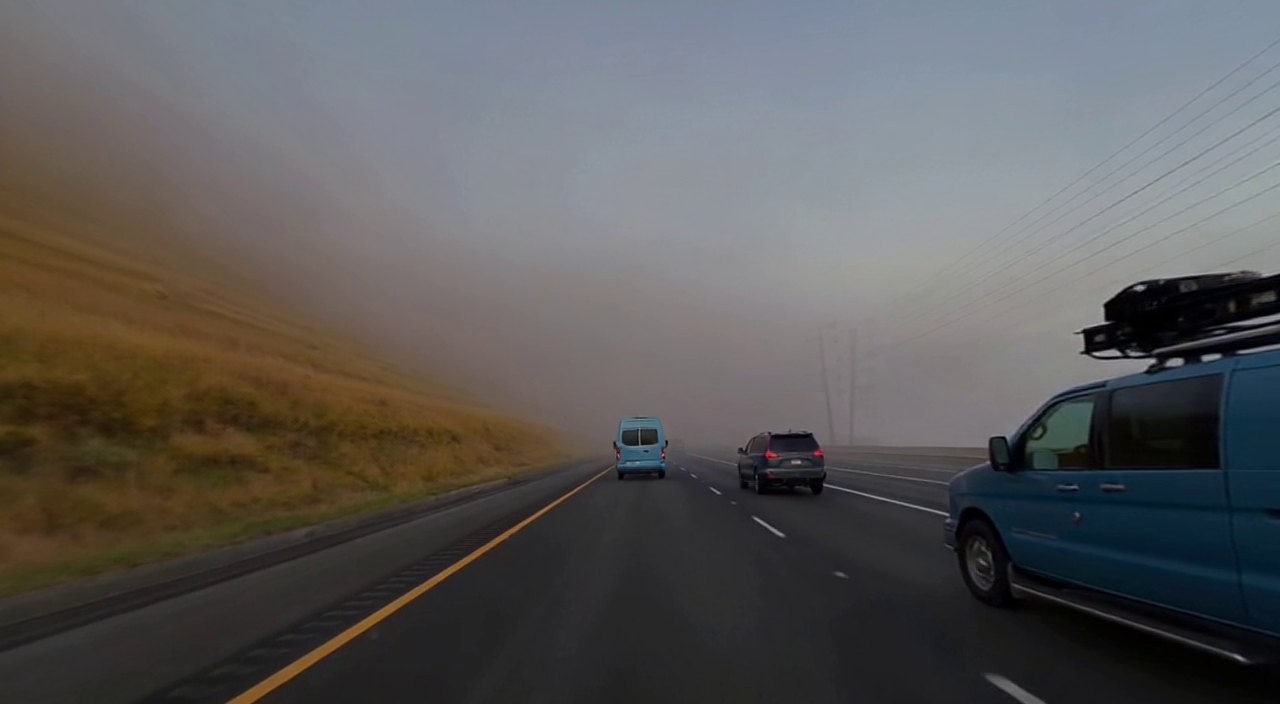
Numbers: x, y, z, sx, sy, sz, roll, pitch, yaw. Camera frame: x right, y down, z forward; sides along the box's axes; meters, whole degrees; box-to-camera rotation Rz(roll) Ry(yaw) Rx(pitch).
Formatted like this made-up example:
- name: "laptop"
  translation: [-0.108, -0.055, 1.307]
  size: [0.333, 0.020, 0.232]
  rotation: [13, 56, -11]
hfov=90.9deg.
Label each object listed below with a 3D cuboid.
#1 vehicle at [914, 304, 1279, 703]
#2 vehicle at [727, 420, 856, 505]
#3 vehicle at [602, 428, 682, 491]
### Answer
- name: "vehicle"
  translation: [3.936, 0.821, 2.940]
  size: [2.691, 1.901, 5.744]
  rotation: [0, -8, 0]
- name: "vehicle"
  translation: [3.598, 2.723, 15.985]
  size: [2.139, 1.821, 4.480]
  rotation: [0, -8, 0]
- name: "vehicle"
  translation: [0.102, 3.396, 20.279]
  size: [2.268, 1.772, 4.523]
  rotation: [0, -8, 1]
